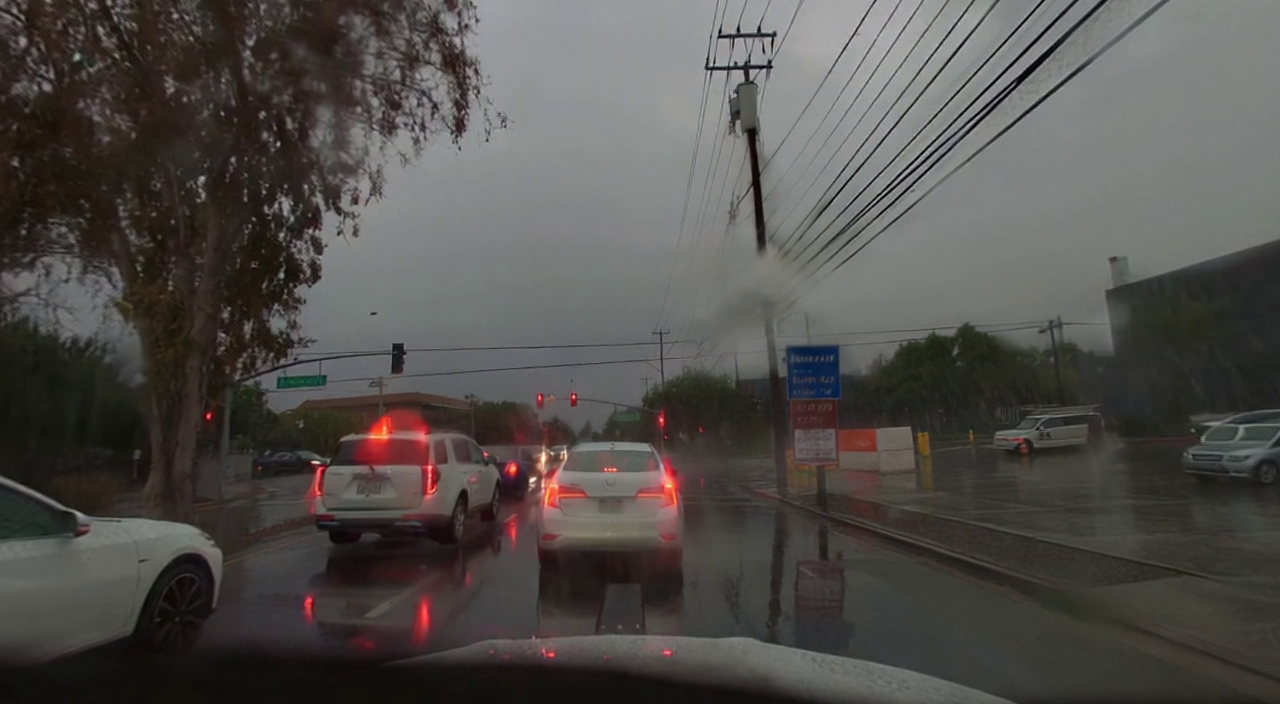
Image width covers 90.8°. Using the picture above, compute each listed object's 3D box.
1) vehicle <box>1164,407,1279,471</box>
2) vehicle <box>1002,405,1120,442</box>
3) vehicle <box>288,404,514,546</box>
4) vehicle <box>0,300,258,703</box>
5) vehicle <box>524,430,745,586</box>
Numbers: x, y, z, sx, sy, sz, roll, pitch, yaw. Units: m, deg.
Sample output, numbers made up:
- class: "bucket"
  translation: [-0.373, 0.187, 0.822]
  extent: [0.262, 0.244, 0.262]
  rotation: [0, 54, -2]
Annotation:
- class: "vehicle"
  translation: [17.018, 2.542, 18.268]
  extent: [1.858, 1.622, 4.491]
  rotation: [-5, -10, 28]
- class: "vehicle"
  translation: [26.888, 4.630, 40.508]
  extent: [5.782, 2.286, 2.223]
  rotation: [-1, -9, 5]
- class: "vehicle"
  translation: [-3.847, 2.086, 11.367]
  extent: [2.147, 1.963, 4.927]
  rotation: [0, -8, -1]
- class: "vehicle"
  translation: [-3.590, 0.630, 1.521]
  extent: [2.085, 1.943, 5.053]
  rotation: [0, -8, 1]
- class: "vehicle"
  translation: [-0.106, 1.800, 8.138]
  extent: [2.121, 1.474, 3.968]
  rotation: [0, -8, -2]
